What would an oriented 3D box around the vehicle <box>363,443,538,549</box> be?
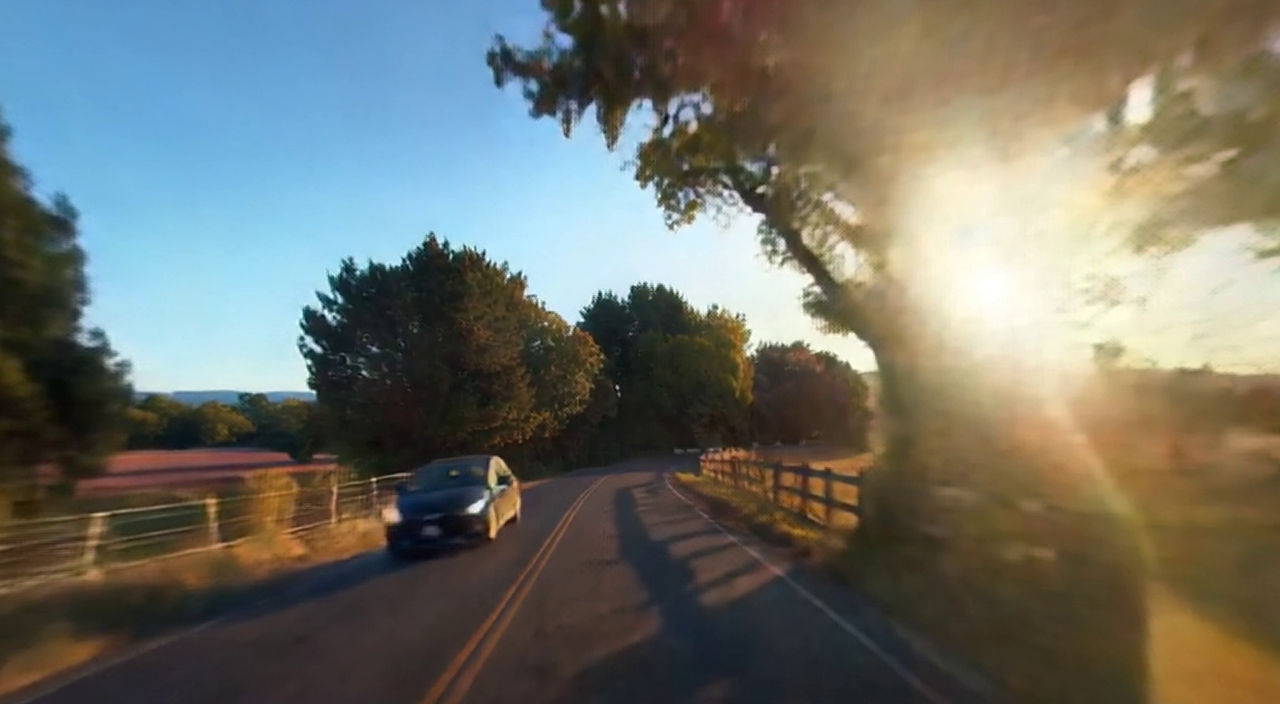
[{"bbox_3d":[-3.087,2.398,11.171,1.987,1.521,3.649,0,-9,-1],"label":"vehicle"}]
